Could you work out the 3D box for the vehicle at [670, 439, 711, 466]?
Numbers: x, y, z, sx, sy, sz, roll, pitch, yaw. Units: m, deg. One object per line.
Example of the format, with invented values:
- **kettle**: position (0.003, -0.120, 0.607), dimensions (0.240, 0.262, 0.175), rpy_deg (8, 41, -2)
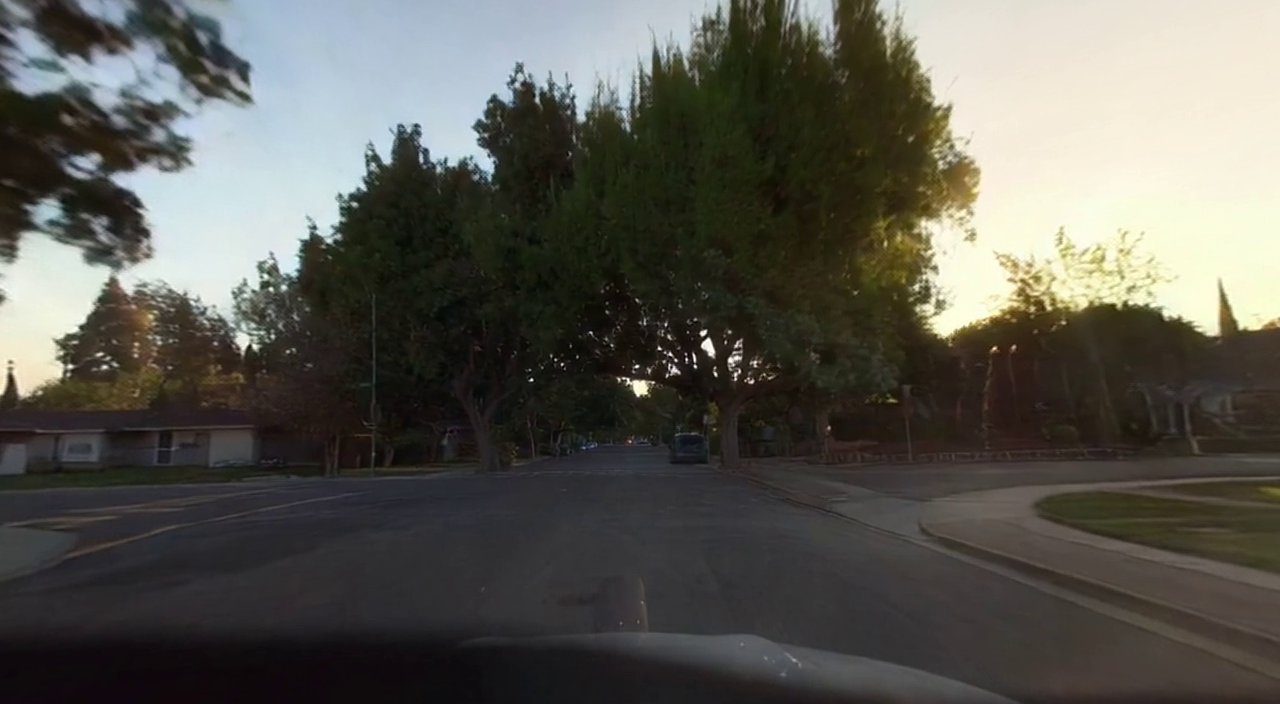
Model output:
- **vehicle**: position (2.919, 5.928, 37.335), dimensions (1.881, 1.487, 4.183), rpy_deg (0, -8, -3)
